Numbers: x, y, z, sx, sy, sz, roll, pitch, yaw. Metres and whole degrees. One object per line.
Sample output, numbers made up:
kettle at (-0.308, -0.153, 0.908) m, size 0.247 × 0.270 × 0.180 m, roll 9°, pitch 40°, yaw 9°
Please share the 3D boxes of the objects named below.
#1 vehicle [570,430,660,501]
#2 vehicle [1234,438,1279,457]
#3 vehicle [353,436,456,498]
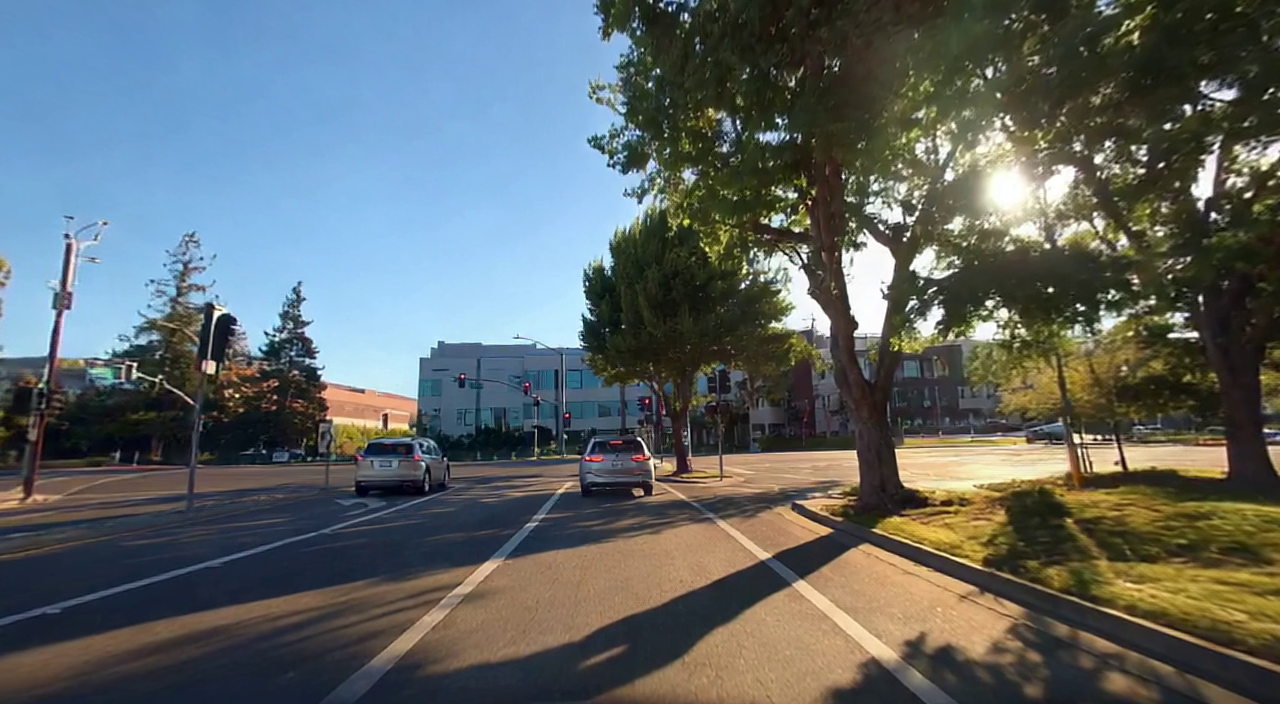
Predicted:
vehicle at (-0.803, 3.023, 17.190) m, size 2.154 × 1.670 × 4.140 m, roll 1°, pitch -9°, yaw -6°
vehicle at (49.492, 7.507, 49.370) m, size 3.654 × 1.439 × 1.900 m, roll -1°, pitch -9°, yaw 5°
vehicle at (-7.112, 3.491, 19.512) m, size 2.020 × 1.695 × 4.187 m, roll 1°, pitch -9°, yaw -7°
